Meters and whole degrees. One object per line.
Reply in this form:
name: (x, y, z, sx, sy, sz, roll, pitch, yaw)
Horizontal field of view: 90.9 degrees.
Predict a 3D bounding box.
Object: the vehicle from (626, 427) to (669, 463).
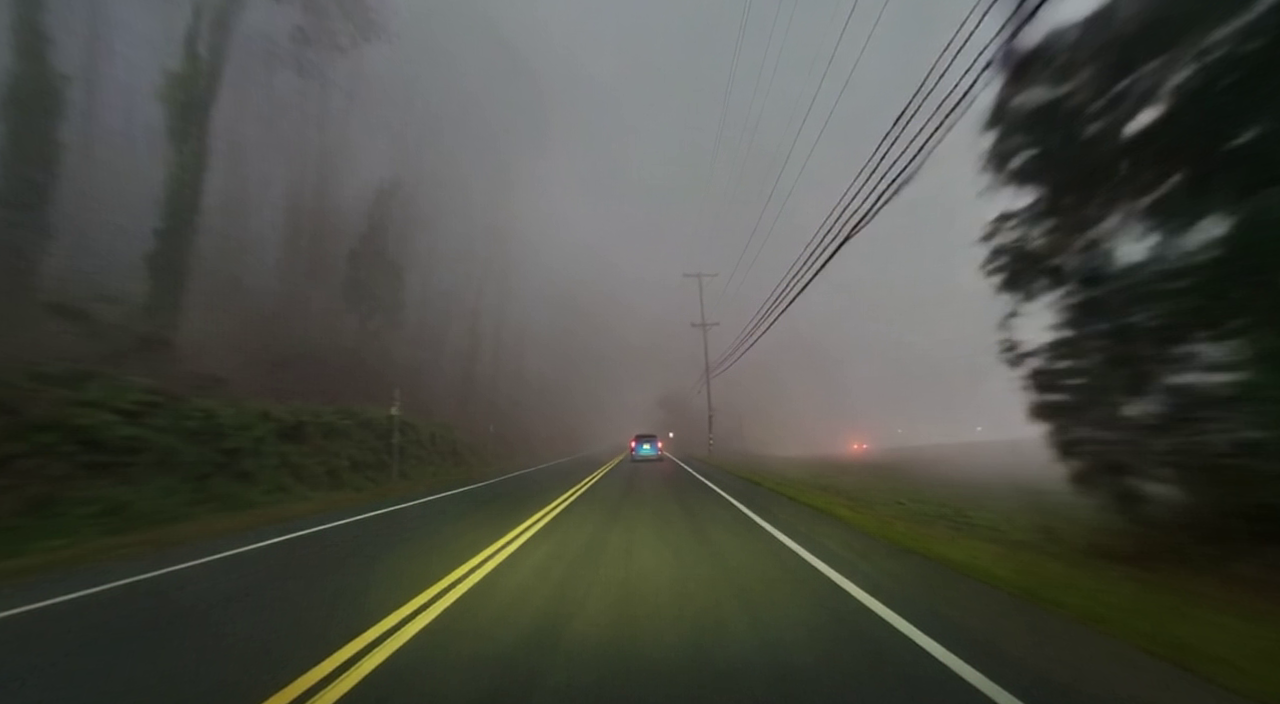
vehicle: (0.403, 5.702, 38.599, 2.468, 2.056, 4.422, 0, -8, 0)
